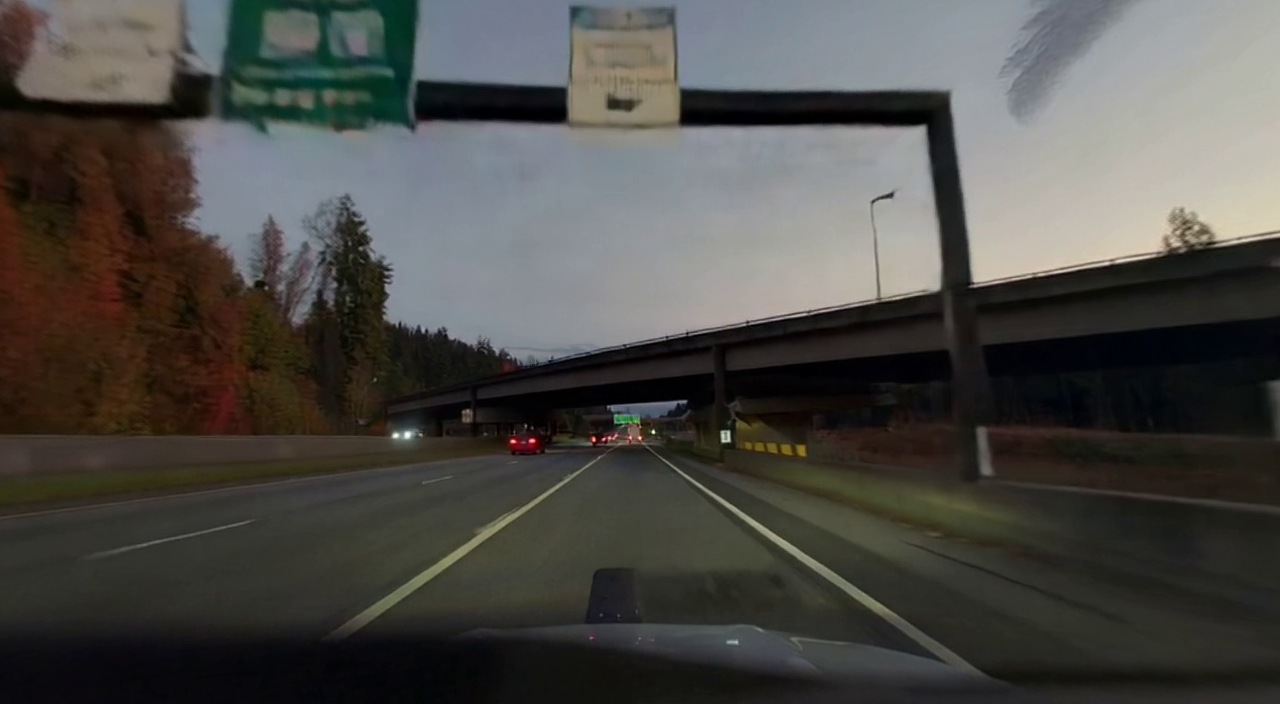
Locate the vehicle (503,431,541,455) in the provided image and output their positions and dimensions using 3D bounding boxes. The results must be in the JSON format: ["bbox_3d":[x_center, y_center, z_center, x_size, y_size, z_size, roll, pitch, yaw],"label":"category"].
[{"bbox_3d":[-8.654,6.686,46.429,1.987,1.677,4.580,0,-8,0],"label":"vehicle"}]
